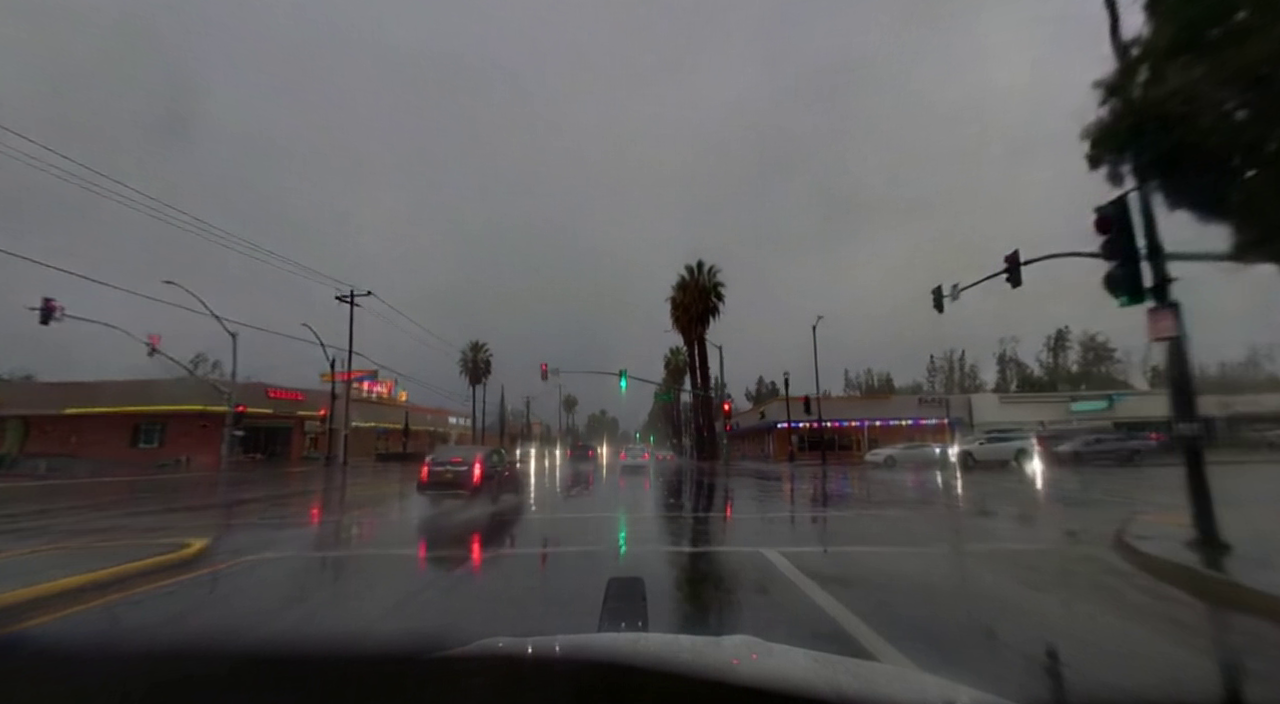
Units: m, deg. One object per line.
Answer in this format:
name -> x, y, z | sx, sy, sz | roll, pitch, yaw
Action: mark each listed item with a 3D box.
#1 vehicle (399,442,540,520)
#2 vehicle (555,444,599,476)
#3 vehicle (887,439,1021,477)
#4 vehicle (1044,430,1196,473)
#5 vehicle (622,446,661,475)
vehicle -> -3.693, 2.851, 14.544 | 1.904, 1.513, 4.410 | -1, -8, 2
vehicle -> -3.429, 5.964, 34.920 | 1.979, 1.634, 3.957 | 0, -8, 1
vehicle -> 13.179, 4.476, 26.596 | 4.532, 1.504, 2.087 | 0, -8, 0
vehicle -> 20.347, 4.232, 26.791 | 4.699, 1.716, 2.108 | 0, -8, -1
vehicle -> 0.103, 6.132, 35.733 | 2.094, 1.496, 4.070 | 0, -8, 0
